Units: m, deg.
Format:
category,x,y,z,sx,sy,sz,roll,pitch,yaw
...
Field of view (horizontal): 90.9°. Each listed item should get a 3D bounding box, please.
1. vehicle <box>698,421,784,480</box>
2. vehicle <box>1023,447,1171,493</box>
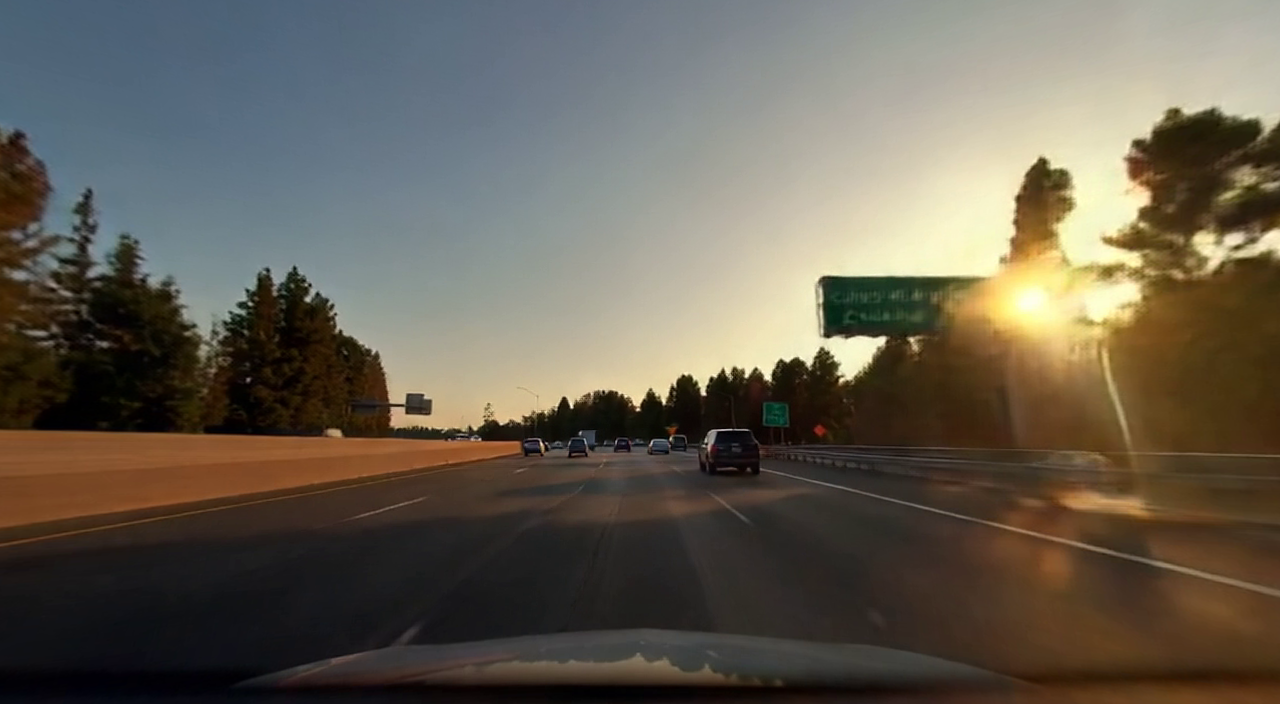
category,x,y,z,sx,sy,sz,roll,pitch,yaw
vehicle,3.297,3.342,21.609,2.043,1.795,4.347,0,-8,-2
vehicle,18.011,4.628,25.248,2.033,1.580,4.752,1,-8,-6
